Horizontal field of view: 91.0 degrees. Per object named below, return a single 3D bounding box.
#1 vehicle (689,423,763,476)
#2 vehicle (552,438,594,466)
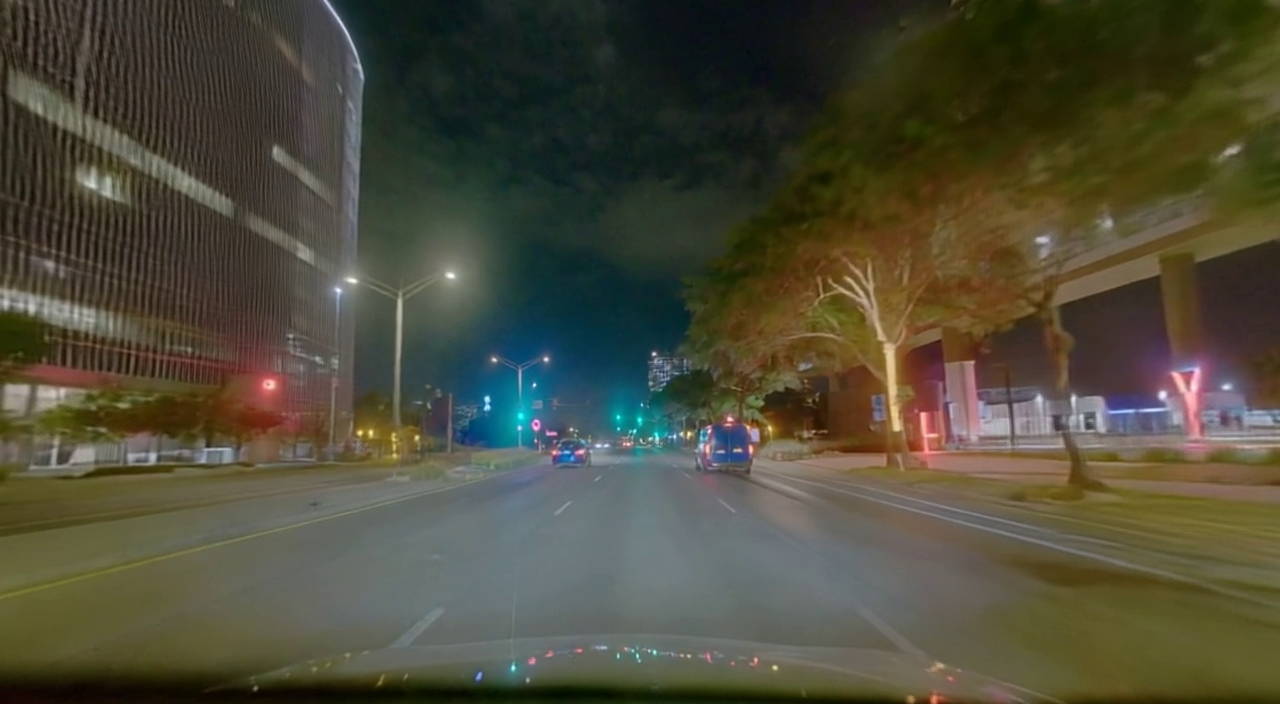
[{"bbox_3d":[3.336,3.920,25.536,2.200,1.914,5.145,0,-8,-1],"label":"vehicle"},{"bbox_3d":[-3.687,5.612,35.429,1.864,1.464,4.195,0,-8,1],"label":"vehicle"}]
